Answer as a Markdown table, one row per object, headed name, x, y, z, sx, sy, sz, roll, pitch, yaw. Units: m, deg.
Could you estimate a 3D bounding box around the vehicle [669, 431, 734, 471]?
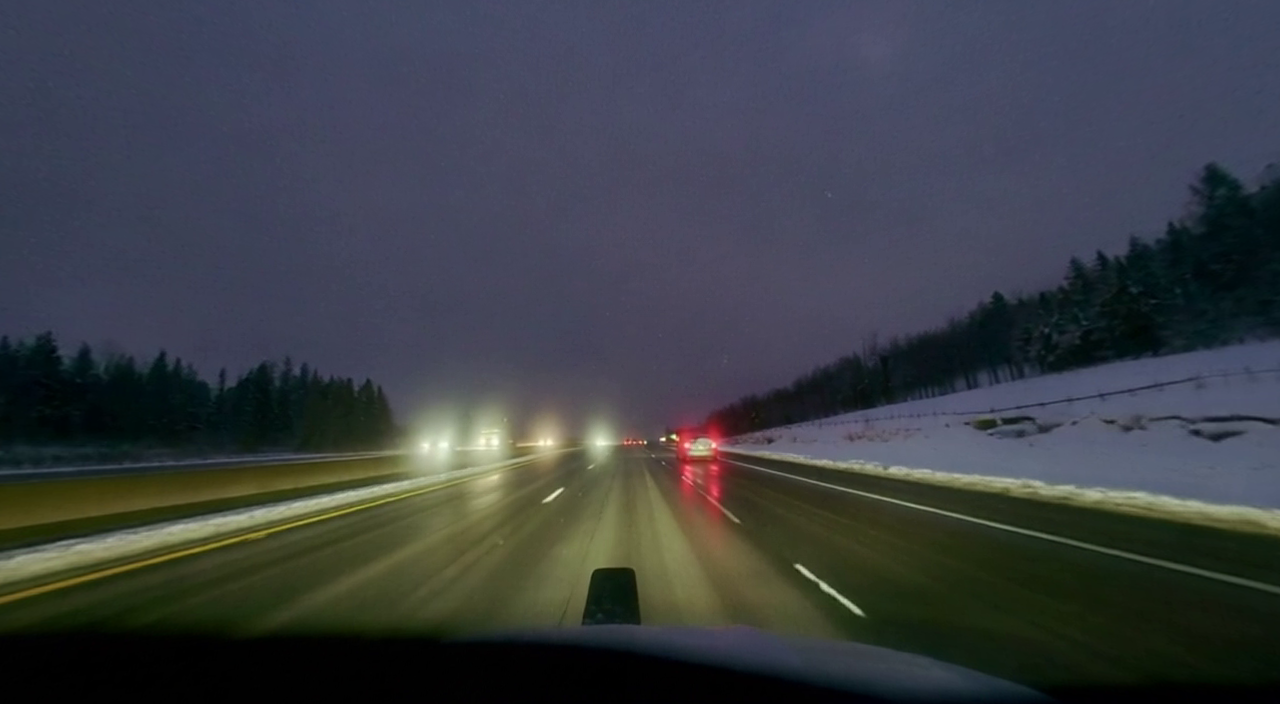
| name | x | y | z | sx | sy | sz | roll | pitch | yaw |
| --- | --- | --- | --- | --- | --- | --- | --- | --- | --- |
| vehicle | 2.701 | 4.507 | 28.798 | 2.349 | 1.651 | 4.161 | 0 | -8 | -2 |
